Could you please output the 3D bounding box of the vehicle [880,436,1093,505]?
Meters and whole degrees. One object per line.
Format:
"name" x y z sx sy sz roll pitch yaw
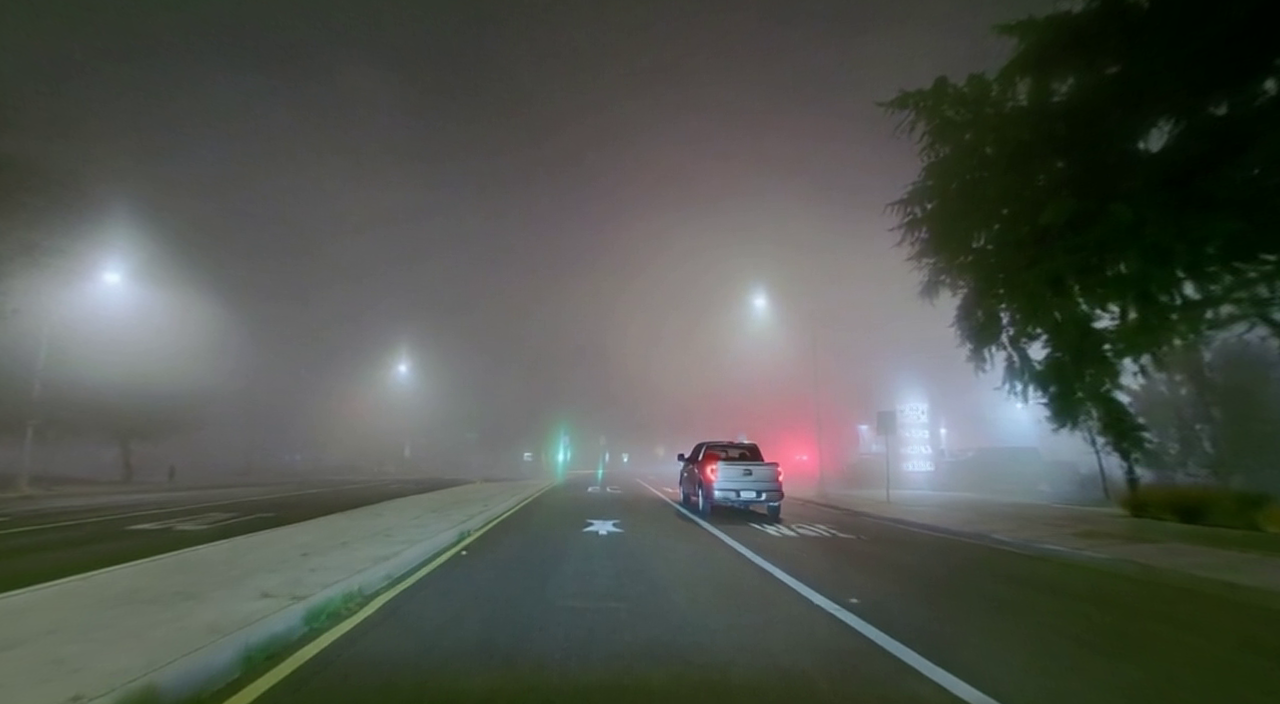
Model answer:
"vehicle" 14.558 5.057 26.917 7.551 2.142 2.896 5 -11 -4

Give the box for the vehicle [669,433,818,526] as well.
"vehicle" 2.321 3.134 16.157 2.402 1.922 5.677 1 -9 -5
